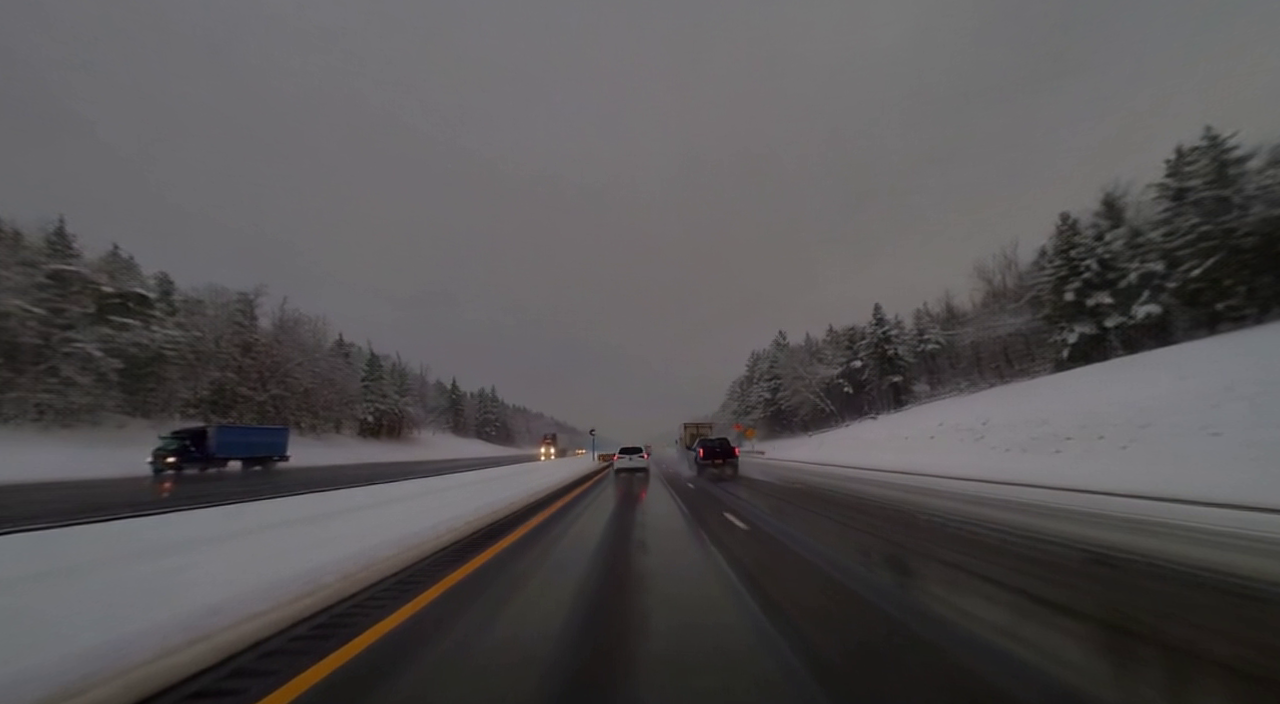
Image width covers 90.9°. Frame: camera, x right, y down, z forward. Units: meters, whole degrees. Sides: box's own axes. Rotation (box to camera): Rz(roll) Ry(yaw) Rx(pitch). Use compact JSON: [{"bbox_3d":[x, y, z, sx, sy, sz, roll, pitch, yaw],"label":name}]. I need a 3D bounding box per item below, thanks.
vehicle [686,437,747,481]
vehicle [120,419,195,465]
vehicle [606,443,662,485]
[{"bbox_3d":[3.182,4.585,27.196,2.048,1.704,4.284,0,-9,-1],"label":"vehicle"},{"bbox_3d":[-35.311,6.603,46.241,2.857,3.275,3.008,0,-9,2],"label":"vehicle"},{"bbox_3d":[-0.227,4.223,23.929,1.970,1.441,3.846,0,-9,-1],"label":"vehicle"}]
